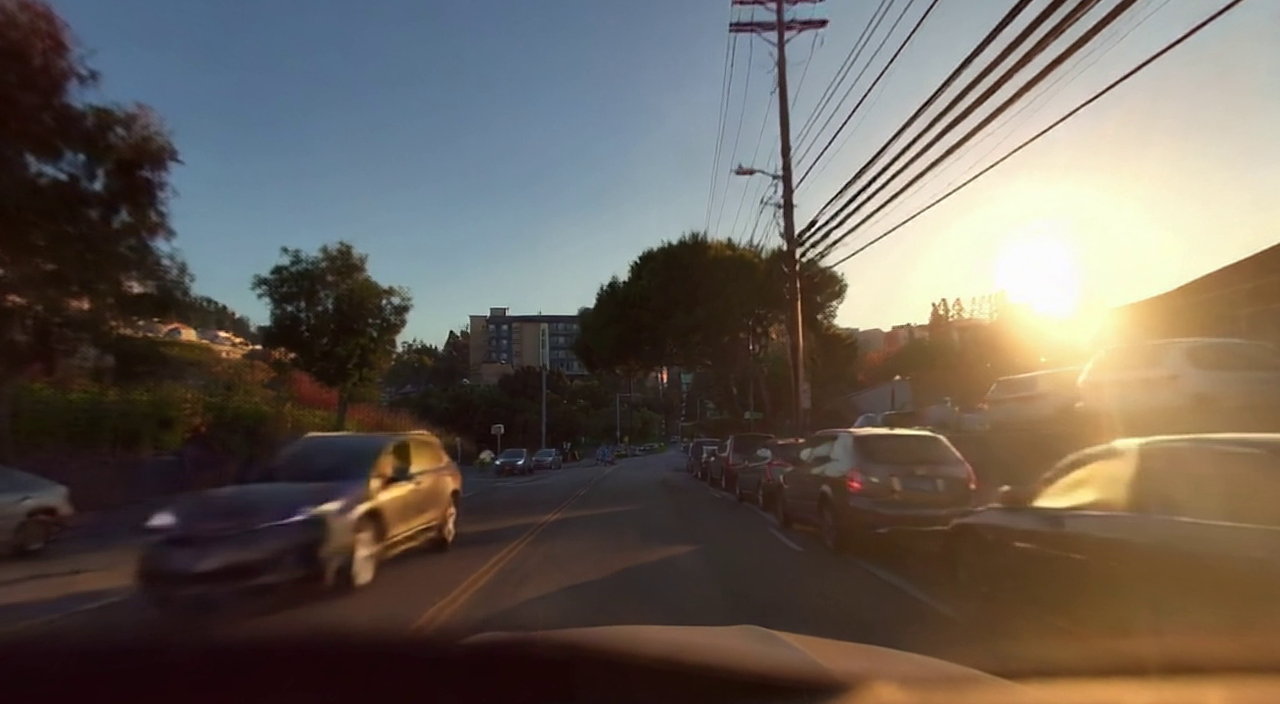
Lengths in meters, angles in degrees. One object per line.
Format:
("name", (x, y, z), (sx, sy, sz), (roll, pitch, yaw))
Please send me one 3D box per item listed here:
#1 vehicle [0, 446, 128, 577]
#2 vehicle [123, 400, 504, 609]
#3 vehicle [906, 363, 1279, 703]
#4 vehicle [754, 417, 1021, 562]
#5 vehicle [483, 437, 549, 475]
("vehicle", (-9.746, 2.119, 7.956), (4.703, 1.523, 1.988), (-1, -7, -21))
("vehicle", (-3.187, 1.593, 7.527), (2.103, 1.721, 4.473), (0, -8, 0))
("vehicle", (3.472, 1.043, 3.623), (1.936, 1.641, 4.434), (0, -9, 0))
("vehicle", (3.210, 1.876, 9.369), (2.037, 1.622, 4.270), (0, -9, -3))
("vehicle", (-6.381, 5.490, 33.076), (2.081, 1.760, 4.598), (0, -11, 6))
